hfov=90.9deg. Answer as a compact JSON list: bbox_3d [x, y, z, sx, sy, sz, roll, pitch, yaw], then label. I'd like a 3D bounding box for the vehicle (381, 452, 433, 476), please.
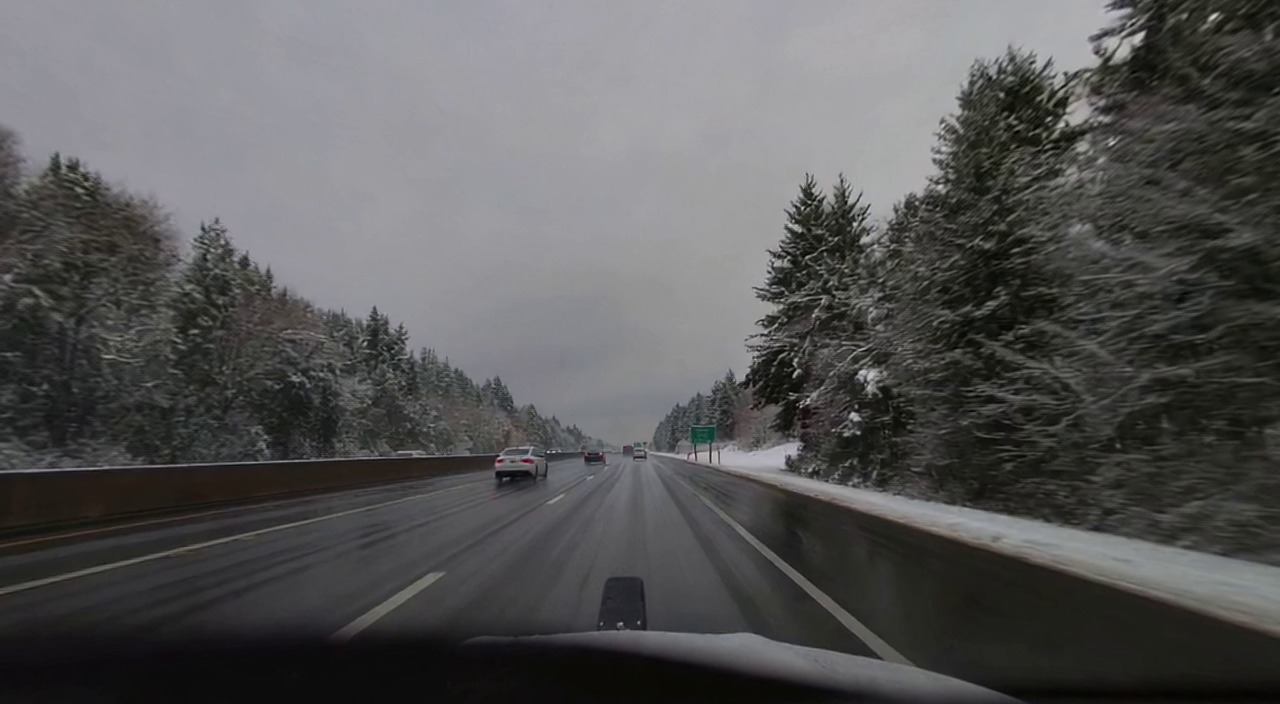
[{"bbox_3d":[-14.184,6.809,38.516,1.763,1.418,3.685,0,-9,0],"label":"vehicle"}]

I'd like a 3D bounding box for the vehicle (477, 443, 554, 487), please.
[{"bbox_3d":[-4.604,4.242,24.012,1.975,1.501,4.603,0,-9,0],"label":"vehicle"}]

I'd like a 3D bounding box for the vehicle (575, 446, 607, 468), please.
[{"bbox_3d":[-3.454,7.532,45.150,2.005,1.474,3.921,0,-9,0],"label":"vehicle"}]
